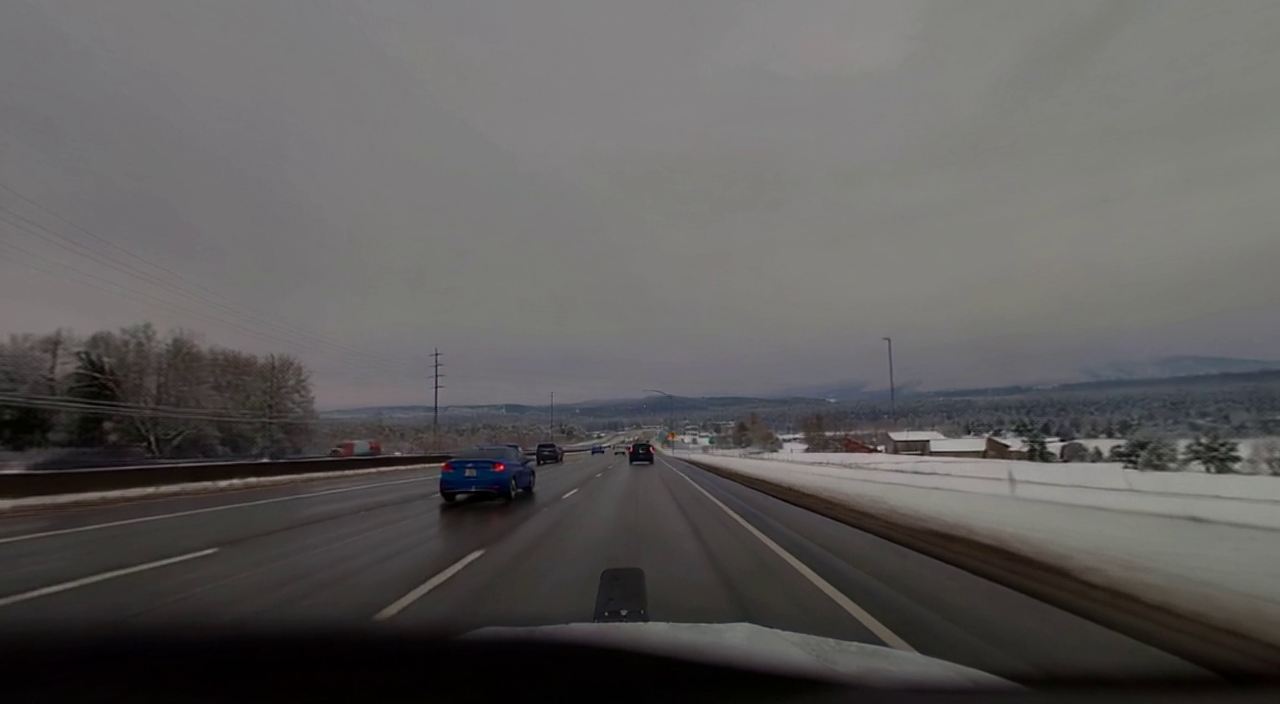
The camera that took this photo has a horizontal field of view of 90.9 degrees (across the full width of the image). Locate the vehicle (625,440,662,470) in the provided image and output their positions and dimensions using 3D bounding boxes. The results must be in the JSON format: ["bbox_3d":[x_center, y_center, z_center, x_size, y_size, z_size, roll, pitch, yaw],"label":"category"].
[{"bbox_3d":[0.167,6.410,39.546,2.194,1.737,4.127,0,-8,0],"label":"vehicle"}]

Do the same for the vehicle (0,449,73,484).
[{"bbox_3d":[-28.885,5.178,28.655,2.063,1.511,4.471,0,-8,0],"label":"vehicle"}]

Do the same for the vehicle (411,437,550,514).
[{"bbox_3d":[-3.551,2.843,15.096,1.967,1.517,4.808,0,-8,1],"label":"vehicle"}]

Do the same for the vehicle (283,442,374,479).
[{"bbox_3d":[-14.420,5.025,29.506,2.047,1.608,4.257,0,-8,1],"label":"vehicle"}]
